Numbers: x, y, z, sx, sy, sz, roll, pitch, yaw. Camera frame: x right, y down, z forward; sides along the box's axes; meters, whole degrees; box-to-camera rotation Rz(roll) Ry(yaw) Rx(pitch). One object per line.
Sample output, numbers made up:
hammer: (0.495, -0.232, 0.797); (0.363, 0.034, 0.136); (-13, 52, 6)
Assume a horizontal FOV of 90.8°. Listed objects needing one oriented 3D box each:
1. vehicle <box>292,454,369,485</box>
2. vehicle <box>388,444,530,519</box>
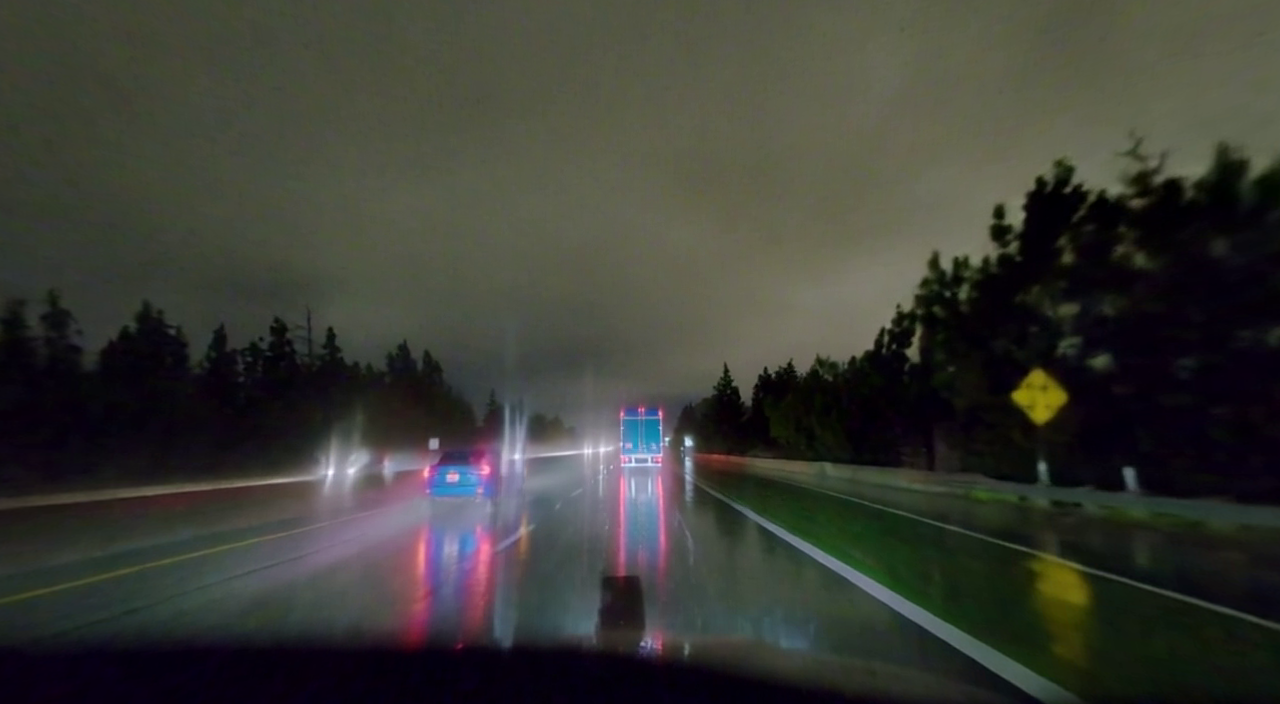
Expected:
vehicle: (-16.587, 6.301, 34.110); (1.847, 1.470, 4.497); (-1, -9, 1)
vehicle: (-3.918, 2.875, 14.489); (1.955, 1.438, 4.100); (-1, -9, 1)
